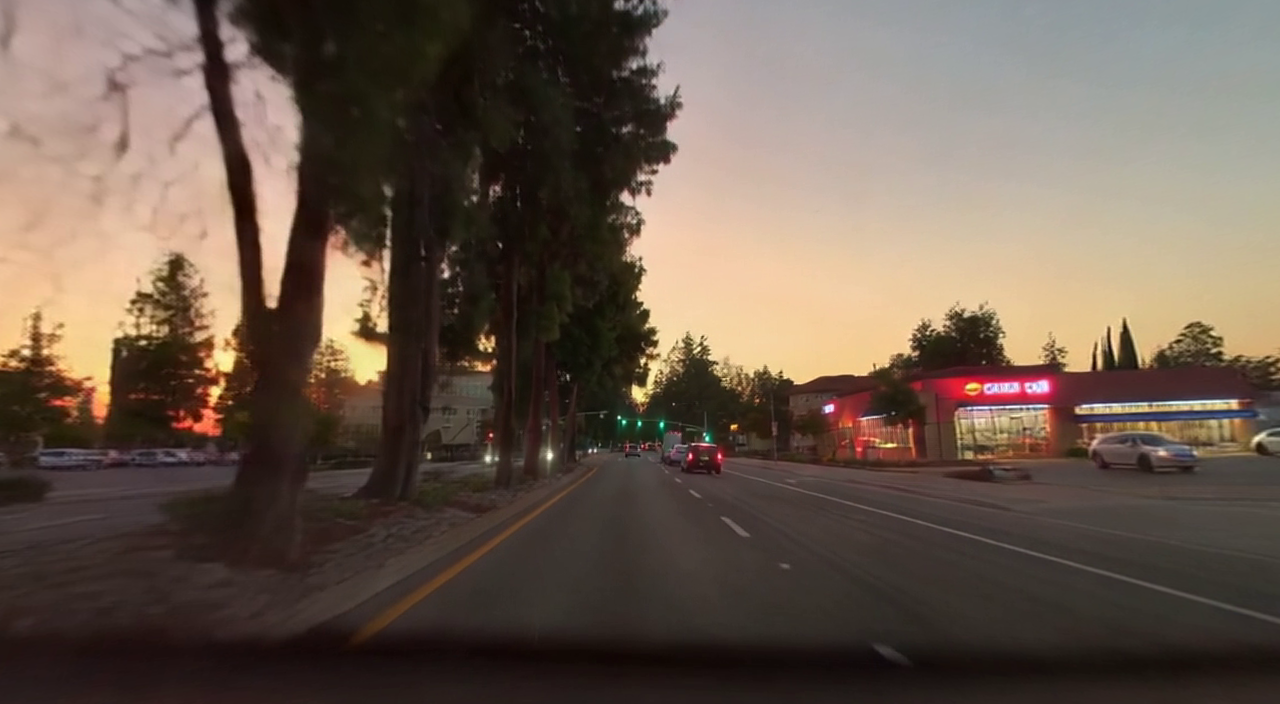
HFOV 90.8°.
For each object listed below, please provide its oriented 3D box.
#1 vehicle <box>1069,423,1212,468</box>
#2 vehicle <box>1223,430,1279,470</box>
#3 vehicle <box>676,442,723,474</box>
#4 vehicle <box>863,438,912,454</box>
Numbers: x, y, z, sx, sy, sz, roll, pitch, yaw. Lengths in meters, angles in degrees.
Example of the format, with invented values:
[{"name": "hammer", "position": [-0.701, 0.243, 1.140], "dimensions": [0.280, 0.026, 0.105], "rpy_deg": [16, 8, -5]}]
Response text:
[{"name": "vehicle", "position": [20.626, 3.862, 26.154], "dimensions": [4.210, 1.727, 2.227], "rpy_deg": [2, -7, -8]}, {"name": "vehicle", "position": [31.733, 4.926, 31.841], "dimensions": [2.269, 1.862, 4.495], "rpy_deg": [-3, -9, 28]}, {"name": "vehicle", "position": [3.151, 5.667, 34.150], "dimensions": [2.041, 1.531, 4.236], "rpy_deg": [1, -7, -1]}, {"name": "vehicle", "position": [19.209, 7.325, 49.131], "dimensions": [3.242, 1.165, 1.363], "rpy_deg": [1, -7, -5]}]
